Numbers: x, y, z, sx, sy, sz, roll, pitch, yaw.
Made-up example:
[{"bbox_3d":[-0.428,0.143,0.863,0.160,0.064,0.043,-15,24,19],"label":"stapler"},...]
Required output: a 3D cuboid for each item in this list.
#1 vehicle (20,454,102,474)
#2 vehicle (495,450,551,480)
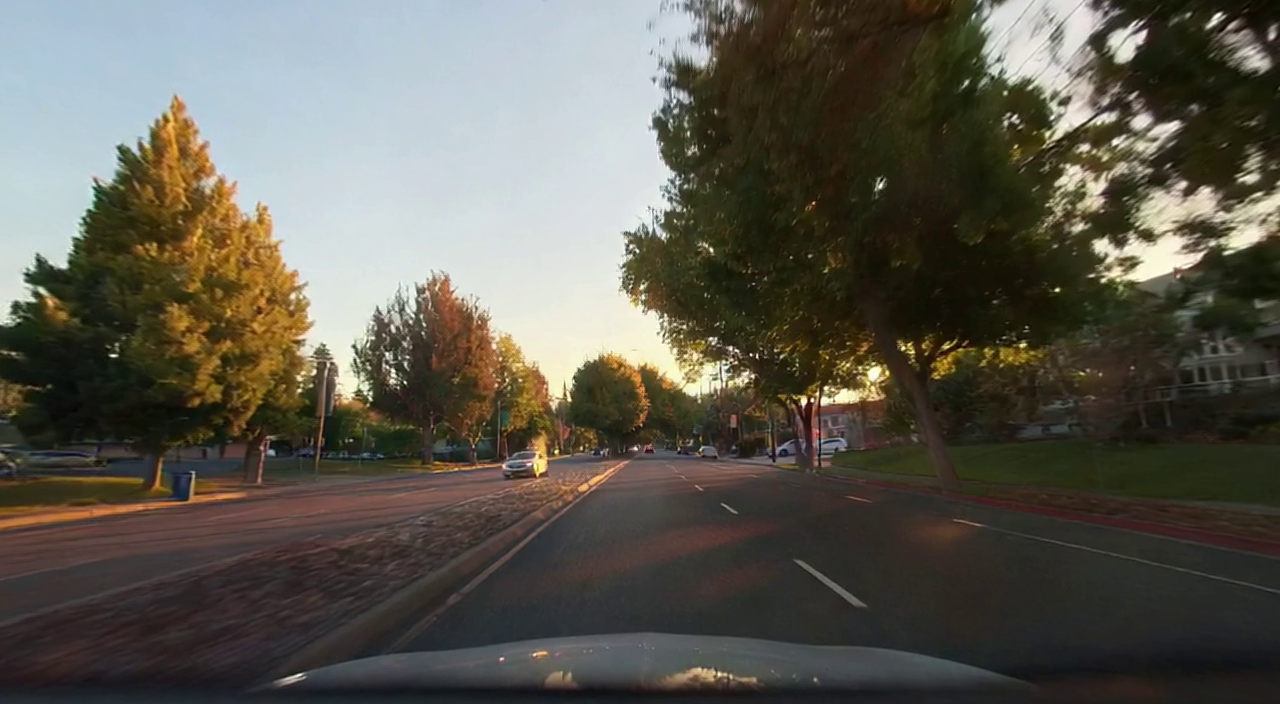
[{"bbox_3d":[-43.070,8.335,46.928,4.236,1.441,1.735,0,-8,-2],"label":"vehicle"},{"bbox_3d":[-6.382,6.226,34.971,2.188,1.478,4.567,-1,-8,1],"label":"vehicle"}]
